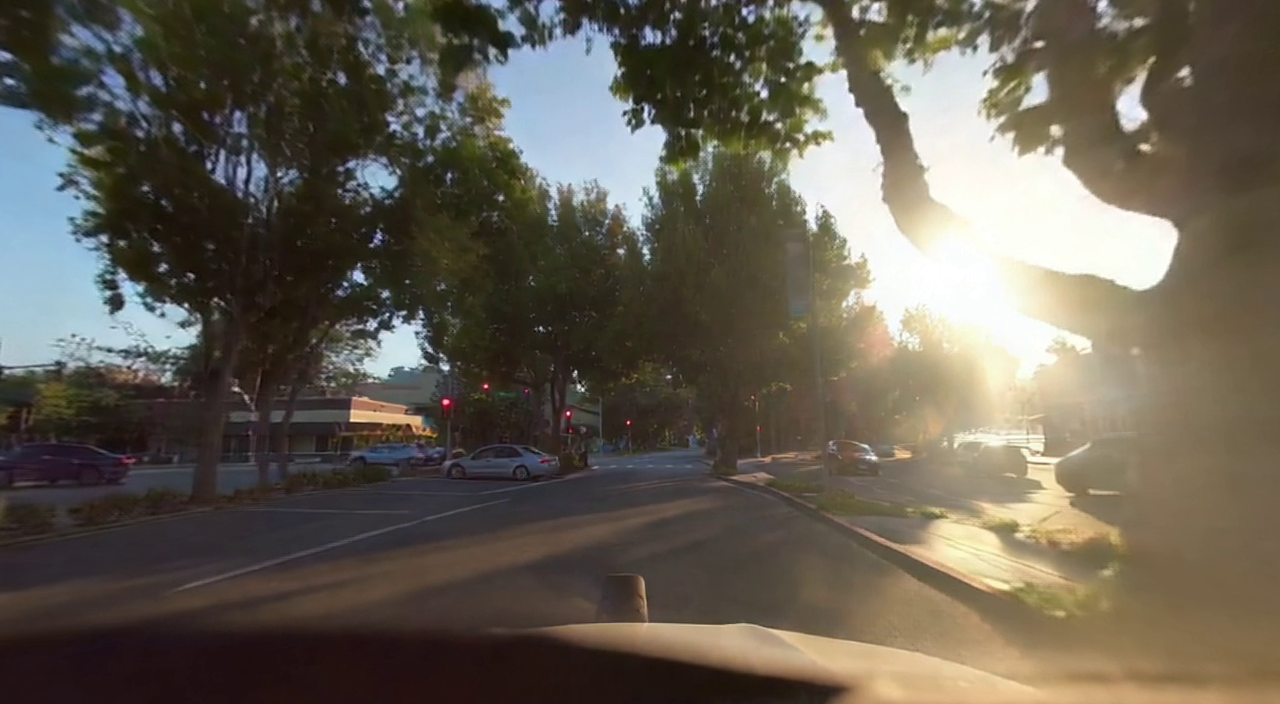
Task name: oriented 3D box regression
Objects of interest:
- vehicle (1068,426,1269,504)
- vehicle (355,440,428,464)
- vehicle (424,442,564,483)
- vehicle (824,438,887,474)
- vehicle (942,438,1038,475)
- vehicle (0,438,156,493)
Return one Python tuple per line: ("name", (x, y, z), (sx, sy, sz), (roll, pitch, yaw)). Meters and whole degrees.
("vehicle", (12.926, 2.763, 15.909), (1.921, 1.657, 4.400), (-2, -9, 12))
("vehicle", (-18.886, 7.610, 48.215), (4.906, 1.784, 1.913), (2, -9, -14))
("vehicle", (-5.584, 4.219, 24.465), (4.792, 1.468, 2.116), (-2, -9, 12))
("vehicle", (9.905, 4.776, 29.450), (2.061, 1.519, 4.794), (-1, -8, 10))
("vehicle", (15.168, 4.535, 27.684), (1.951, 1.491, 4.359), (-1, -8, 4))
("vehicle", (-21.135, 4.117, 23.416), (2.082, 1.779, 4.841), (-1, -9, 9))
